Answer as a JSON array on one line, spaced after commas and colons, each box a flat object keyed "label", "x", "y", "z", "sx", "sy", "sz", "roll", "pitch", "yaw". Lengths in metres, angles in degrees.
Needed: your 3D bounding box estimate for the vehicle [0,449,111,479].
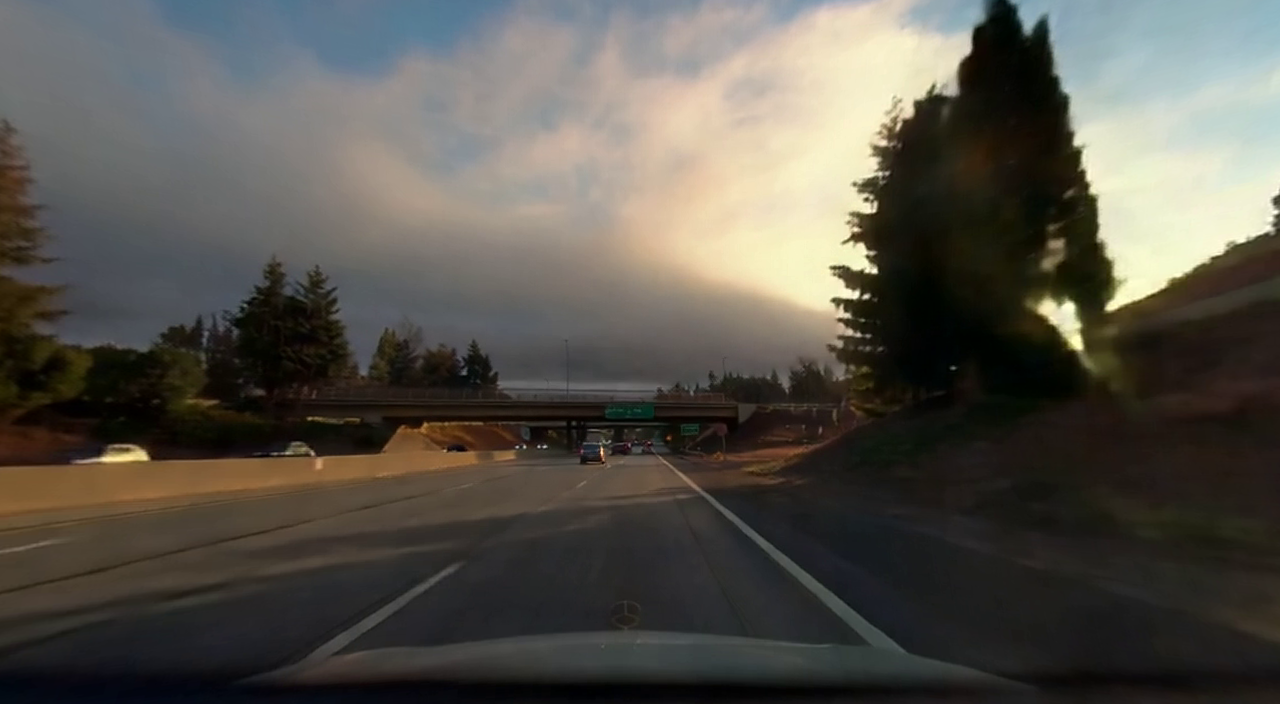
[{"label": "vehicle", "x": -32.320, "y": 6.173, "z": 35.026, "sx": 1.844, "sy": 1.517, "sz": 4.513, "roll": 0, "pitch": -9, "yaw": 0}]
